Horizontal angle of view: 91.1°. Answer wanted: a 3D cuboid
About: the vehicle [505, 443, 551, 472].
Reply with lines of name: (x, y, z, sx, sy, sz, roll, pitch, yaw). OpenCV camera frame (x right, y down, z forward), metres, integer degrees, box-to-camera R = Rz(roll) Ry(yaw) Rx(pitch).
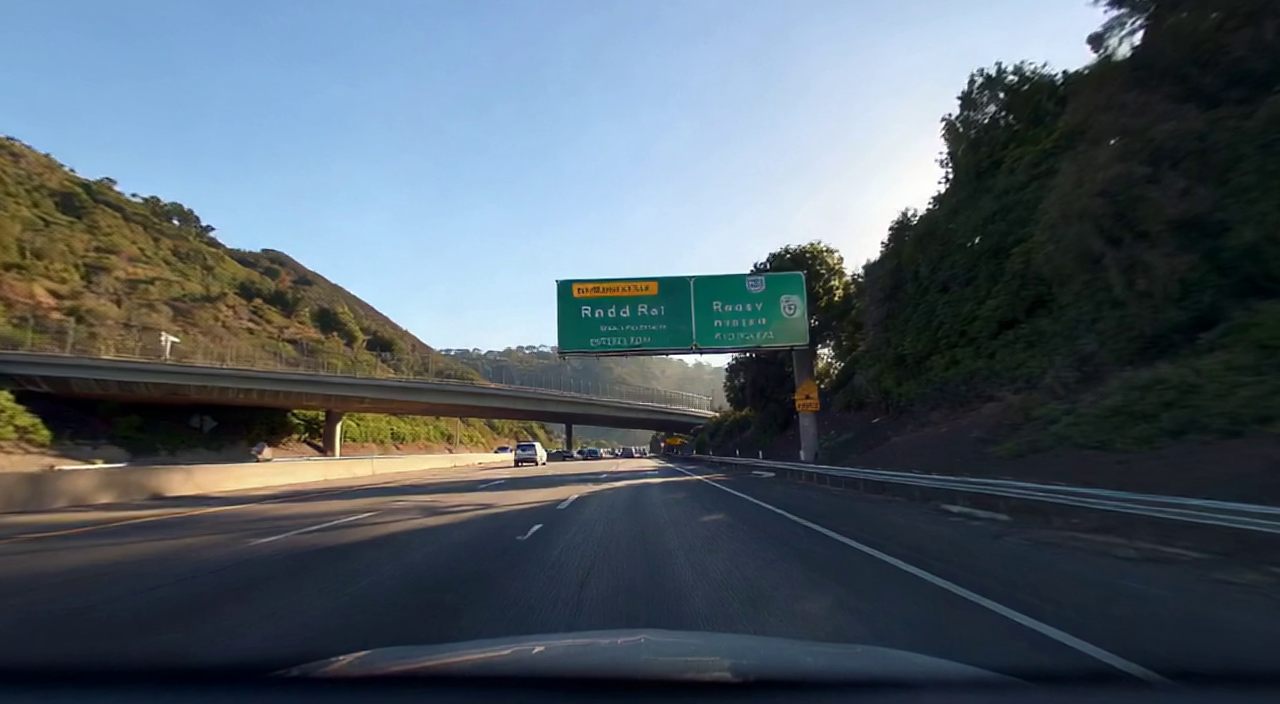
vehicle: (-6.682, 6.342, 37.931, 1.972, 1.660, 4.254, 0, -8, 0)
